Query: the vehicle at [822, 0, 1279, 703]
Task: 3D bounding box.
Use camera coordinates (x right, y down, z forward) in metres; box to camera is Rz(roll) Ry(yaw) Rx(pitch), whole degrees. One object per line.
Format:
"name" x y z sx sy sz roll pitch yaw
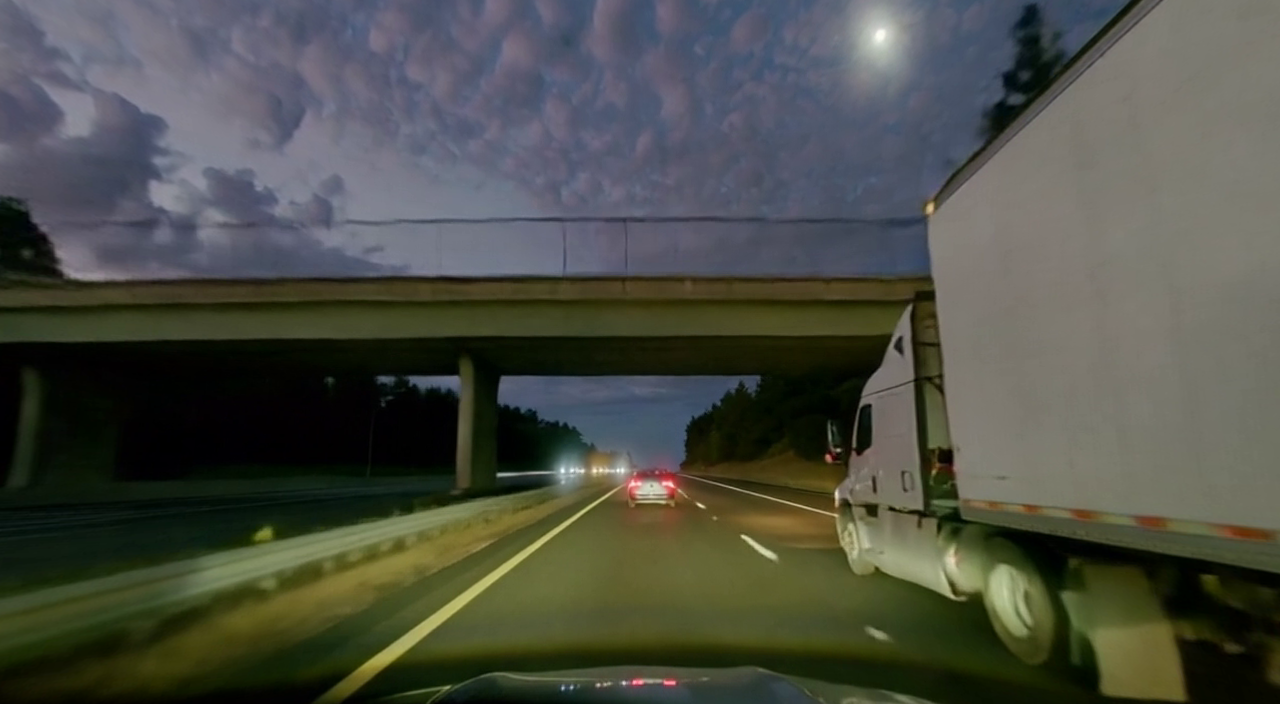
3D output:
"vehicle" 4.460 -0.206 1.692 2.964 4.188 16.587 1 -10 0

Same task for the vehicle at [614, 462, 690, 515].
"vehicle" 0.361 4.210 19.694 2.156 1.444 3.762 1 -10 1
